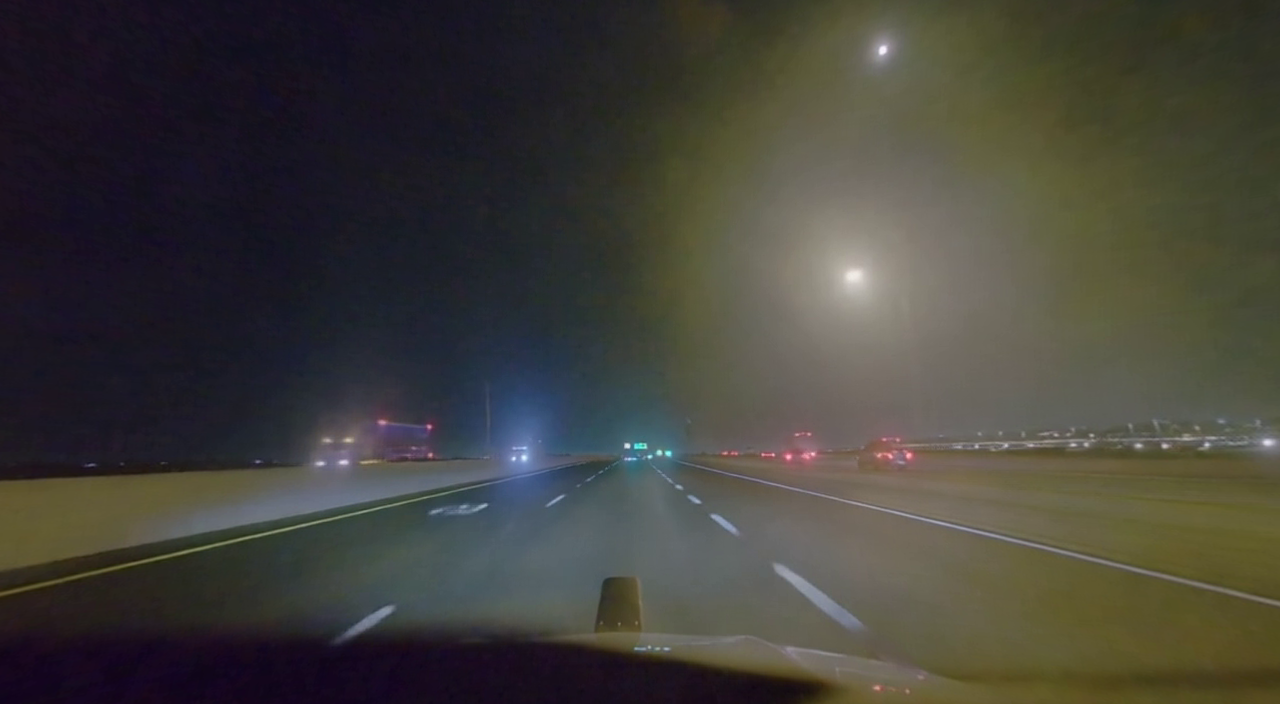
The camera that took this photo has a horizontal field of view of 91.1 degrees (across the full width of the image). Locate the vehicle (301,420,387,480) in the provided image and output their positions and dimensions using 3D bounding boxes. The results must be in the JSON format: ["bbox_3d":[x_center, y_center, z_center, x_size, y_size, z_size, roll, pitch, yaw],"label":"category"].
[{"bbox_3d":[-20.480,6.842,43.950,2.971,3.884,6.041,0,-9,-1],"label":"vehicle"}]
